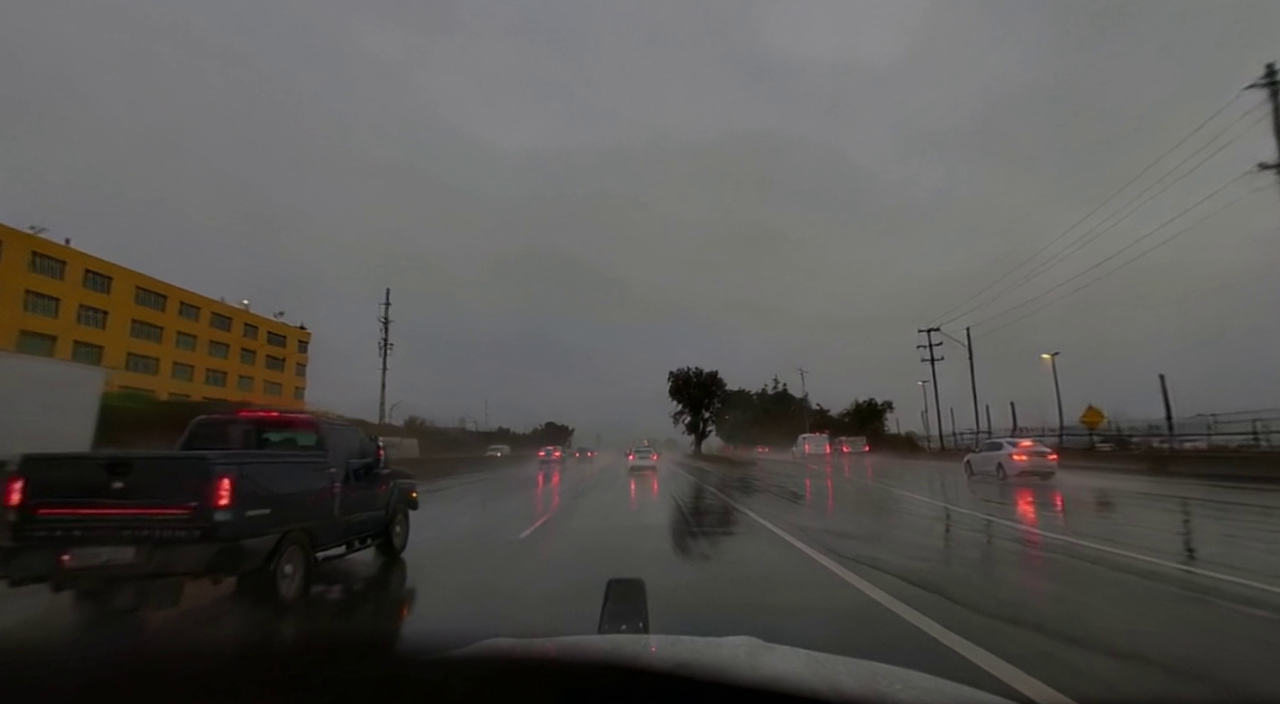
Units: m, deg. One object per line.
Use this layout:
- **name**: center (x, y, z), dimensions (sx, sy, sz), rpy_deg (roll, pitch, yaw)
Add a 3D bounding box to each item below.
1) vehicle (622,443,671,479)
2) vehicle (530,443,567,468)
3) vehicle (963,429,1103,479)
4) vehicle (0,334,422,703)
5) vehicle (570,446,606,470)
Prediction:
- **vehicle**: center (0.286, 5.080, 29.642), dimensions (2.107, 1.538, 3.999), rpy_deg (0, -8, 0)
- **vehicle**: center (-7.152, 8.152, 49.826), dimensions (2.106, 1.827, 4.814), rpy_deg (0, -8, 1)
- **vehicle**: center (12.985, 3.416, 21.264), dimensions (1.966, 1.484, 4.610), rpy_deg (-1, -8, 3)
- **vehicle**: center (-3.886, 1.218, 5.243), dimensions (2.250, 1.872, 5.038), rpy_deg (0, -8, 1)
- **vehicle**: center (-3.505, 7.207, 43.256), dimensions (2.059, 1.508, 4.662), rpy_deg (0, -8, 0)
